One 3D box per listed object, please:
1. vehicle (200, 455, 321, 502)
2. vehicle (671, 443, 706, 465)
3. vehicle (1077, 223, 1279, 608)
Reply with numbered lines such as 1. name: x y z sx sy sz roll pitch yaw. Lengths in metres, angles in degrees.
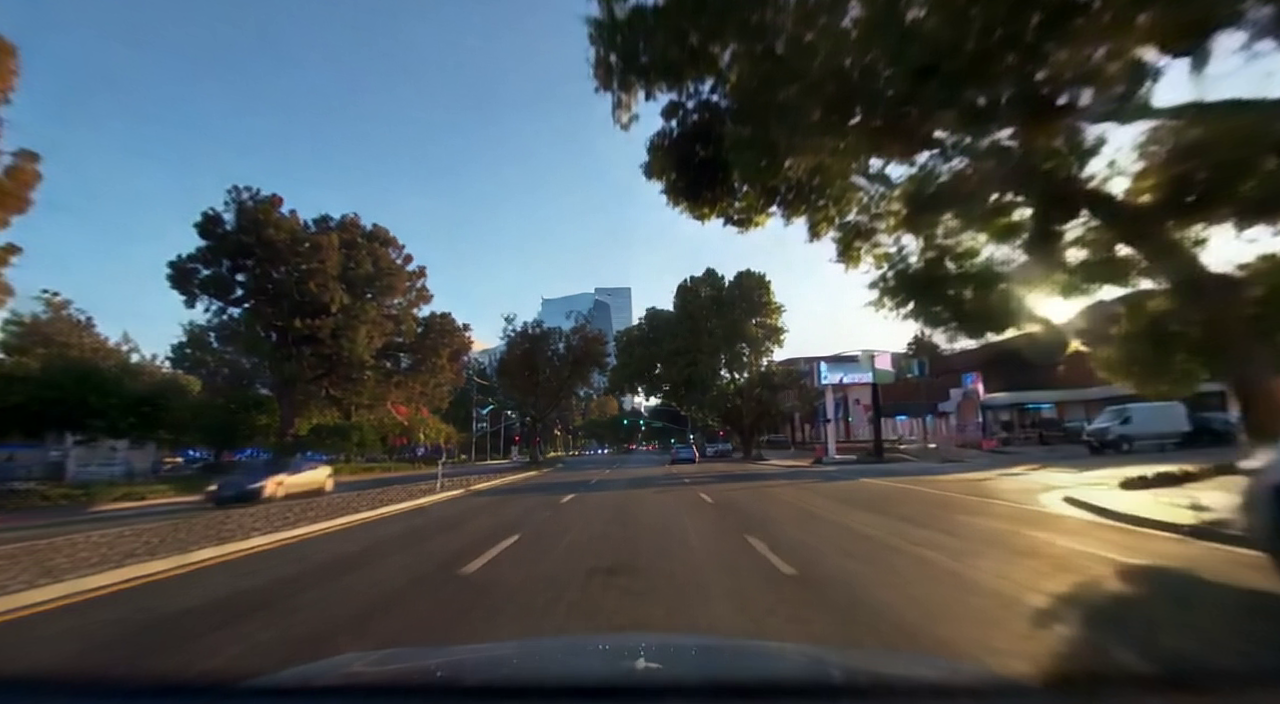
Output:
1. vehicle: -13.633 4.540 23.007 1.887 1.470 4.240 0 -8 -2
2. vehicle: 3.351 7.171 44.369 2.057 1.470 4.454 0 -8 0
3. vehicle: 6.780 0.228 3.222 3.013 3.152 8.476 0 -8 1
